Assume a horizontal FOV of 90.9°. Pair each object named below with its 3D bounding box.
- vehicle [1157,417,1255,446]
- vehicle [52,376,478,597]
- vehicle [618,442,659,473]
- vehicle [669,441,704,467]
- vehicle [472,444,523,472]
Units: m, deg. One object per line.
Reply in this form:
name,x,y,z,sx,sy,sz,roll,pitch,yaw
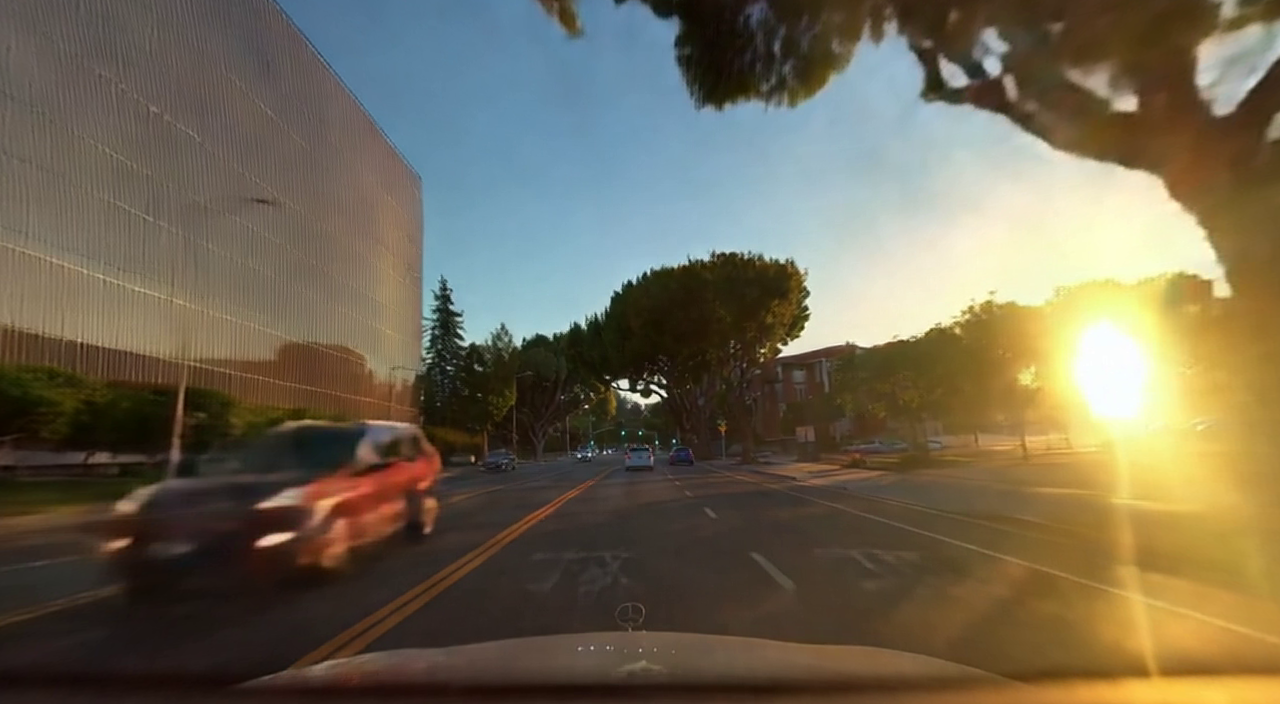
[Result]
vehicle,36.926,5.215,41.227,4.343,1.714,1.983,-2,-8,2
vehicle,-3.988,1.567,8.226,2.301,1.946,5.199,0,-9,0
vehicle,-0.044,5.780,34.749,2.109,1.612,3.963,0,-9,1
vehicle,3.313,7.442,46.016,2.189,1.766,4.495,0,-9,0
vehicle,-9.536,7.147,42.615,2.064,1.722,5.226,0,-9,1
